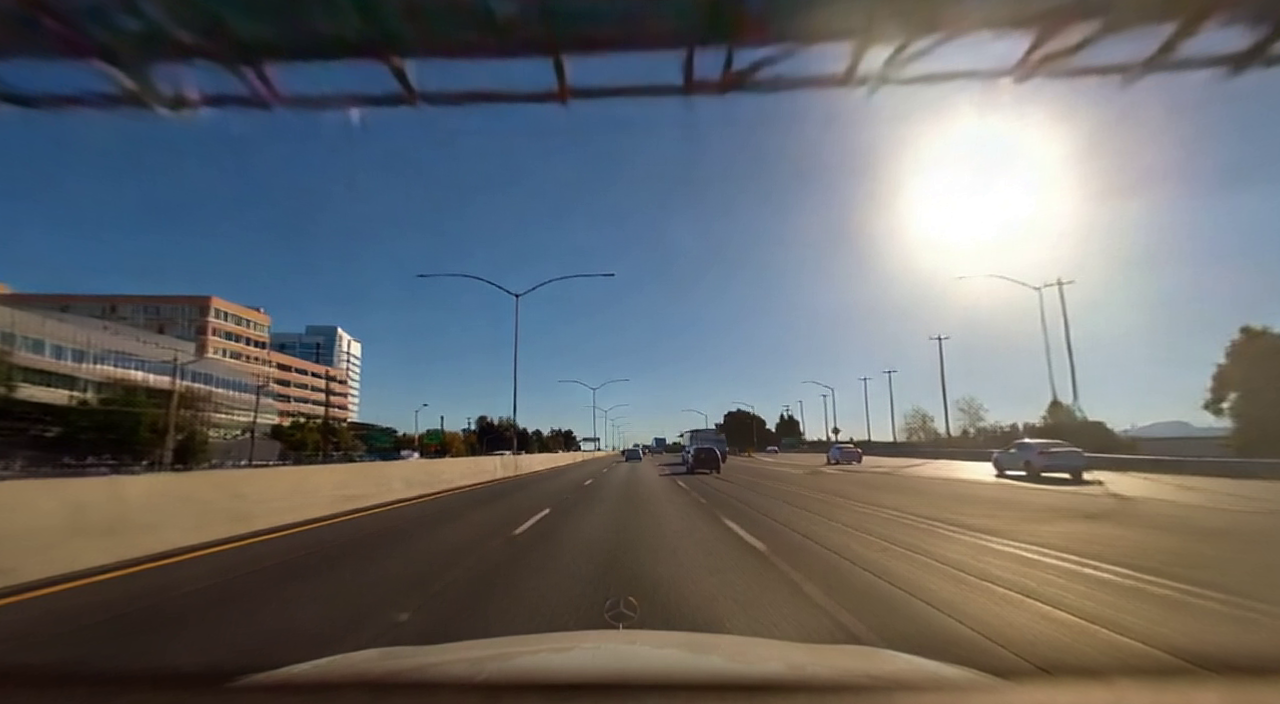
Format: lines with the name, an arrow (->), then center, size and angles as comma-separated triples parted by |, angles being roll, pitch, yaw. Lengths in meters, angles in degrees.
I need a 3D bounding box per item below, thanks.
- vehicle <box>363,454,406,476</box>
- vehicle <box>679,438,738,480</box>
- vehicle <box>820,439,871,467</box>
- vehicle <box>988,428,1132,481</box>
vehicle -> -16.764, 7.413, 41.592 | 1.480, 1.376, 3.328 | -1, -9, 0
vehicle -> 2.877, 4.646, 27.614 | 1.997, 1.638, 4.281 | 0, -9, -2
vehicle -> 14.021, 6.937, 43.468 | 2.070, 1.782, 5.006 | -1, -9, 3
vehicle -> 16.973, 4.196, 26.027 | 2.190, 1.911, 5.658 | 0, -9, 3
